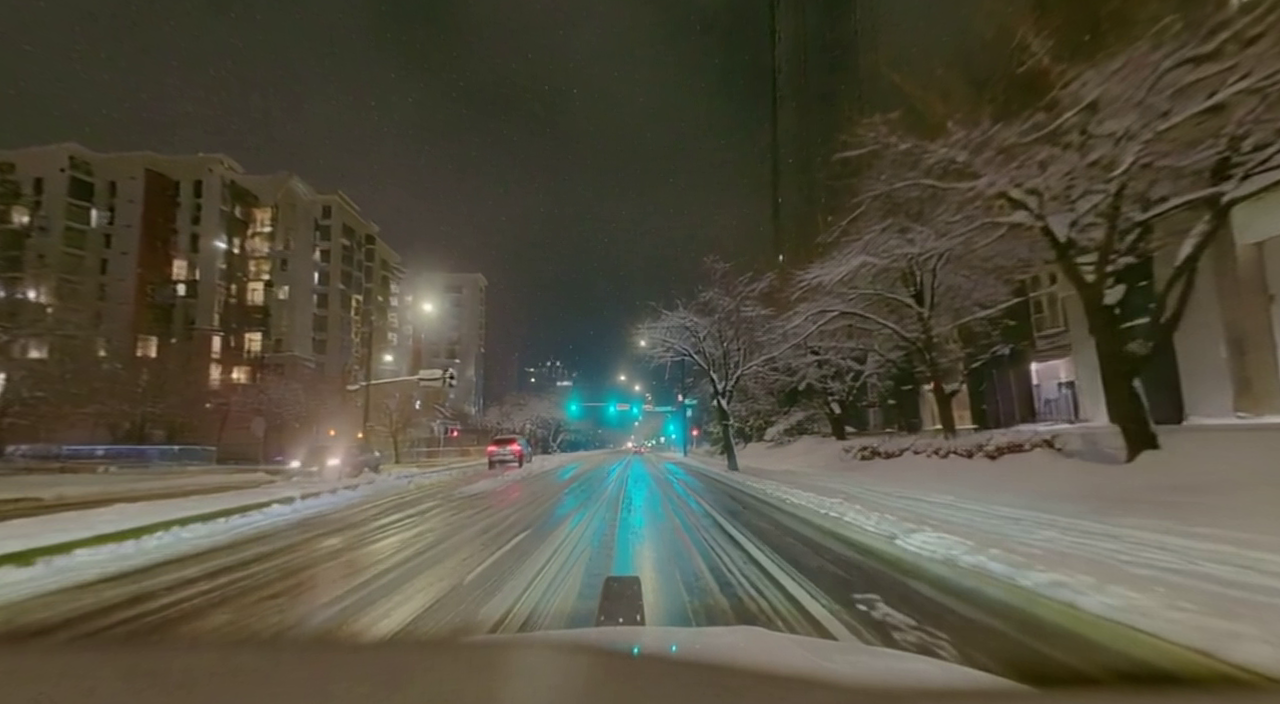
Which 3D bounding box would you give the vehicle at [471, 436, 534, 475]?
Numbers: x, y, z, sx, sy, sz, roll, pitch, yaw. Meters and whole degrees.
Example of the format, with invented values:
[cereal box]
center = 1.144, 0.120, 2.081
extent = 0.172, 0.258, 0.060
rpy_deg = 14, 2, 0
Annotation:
[vehicle]
center = -6.545, 4.986, 30.537
extent = 2.076, 1.724, 4.188
rpy_deg = 0, -9, 0
